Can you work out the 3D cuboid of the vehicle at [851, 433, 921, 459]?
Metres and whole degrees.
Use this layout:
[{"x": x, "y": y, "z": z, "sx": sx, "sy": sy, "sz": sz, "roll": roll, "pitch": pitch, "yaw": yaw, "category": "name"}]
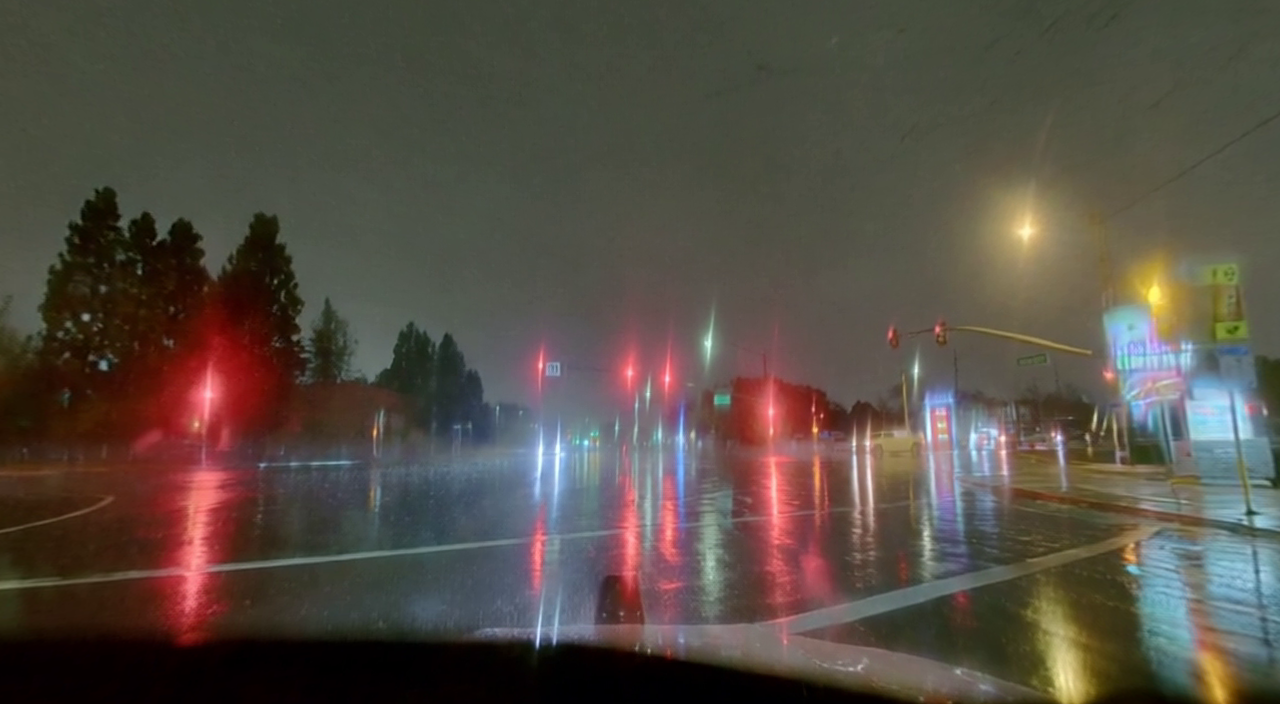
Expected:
[{"x": 17.637, "y": 6.748, "z": 45.320, "sx": 4.600, "sy": 1.783, "sz": 1.970, "roll": 4, "pitch": -10, "yaw": -26, "category": "vehicle"}]
